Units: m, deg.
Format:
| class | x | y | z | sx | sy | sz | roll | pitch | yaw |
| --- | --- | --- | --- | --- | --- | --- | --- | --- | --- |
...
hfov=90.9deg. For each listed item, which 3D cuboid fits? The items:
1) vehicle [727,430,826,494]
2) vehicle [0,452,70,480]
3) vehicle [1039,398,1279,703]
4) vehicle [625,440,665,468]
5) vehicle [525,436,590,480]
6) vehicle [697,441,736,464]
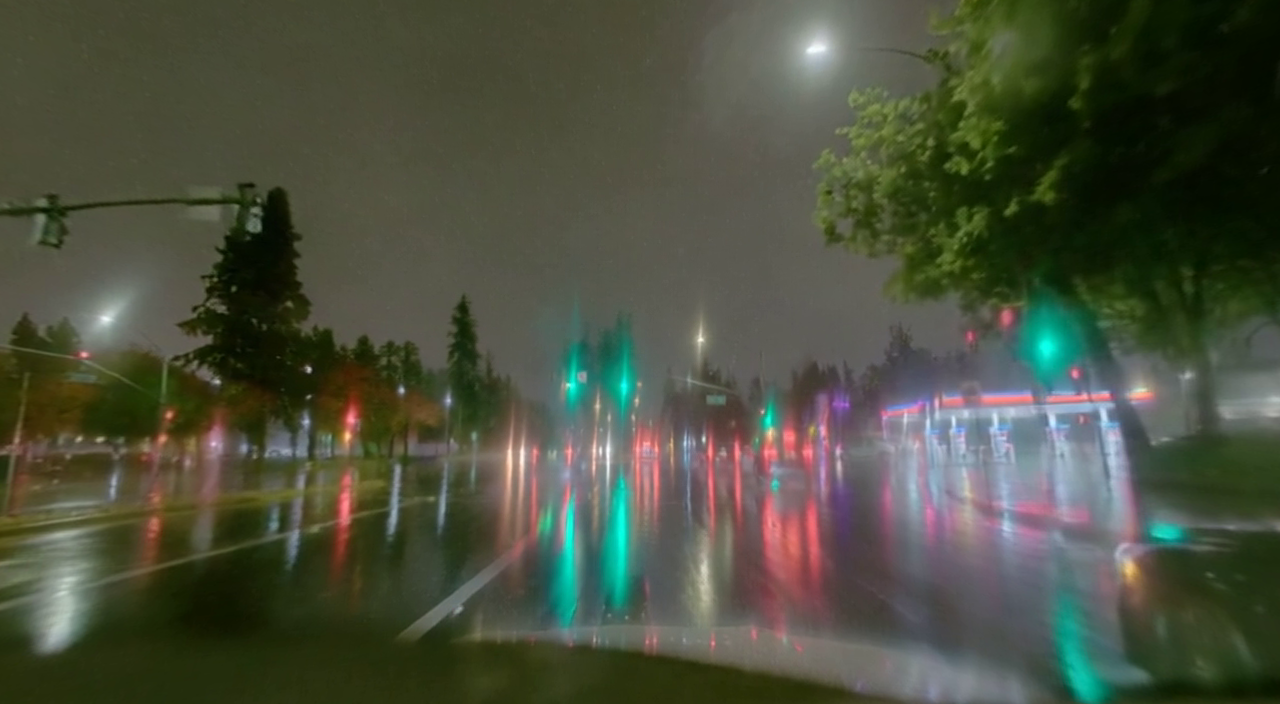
| class | x | y | z | sx | sy | sz | roll | pitch | yaw |
| --- | --- | --- | --- | --- | --- | --- | --- | --- | --- |
| vehicle | 3.979 | 3.276 | 19.139 | 2.022 | 1.683 | 4.171 | 0 | -8 | -1 |
| vehicle | -34.211 | 6.179 | 34.208 | 4.652 | 1.453 | 1.945 | 0 | -8 | 0 |
| vehicle | 3.624 | 0.803 | 1.626 | 2.038 | 1.499 | 4.868 | 0 | -8 | 1 |
| vehicle | 0.260 | 5.760 | 35.953 | 2.104 | 1.477 | 4.591 | 0 | -8 | 0 |
| vehicle | -3.209 | 4.214 | 25.388 | 2.023 | 1.607 | 4.086 | 0 | -8 | 1 |
| vehicle | 5.113 | 6.796 | 42.743 | 2.174 | 1.462 | 4.400 | 0 | -8 | 1 |
